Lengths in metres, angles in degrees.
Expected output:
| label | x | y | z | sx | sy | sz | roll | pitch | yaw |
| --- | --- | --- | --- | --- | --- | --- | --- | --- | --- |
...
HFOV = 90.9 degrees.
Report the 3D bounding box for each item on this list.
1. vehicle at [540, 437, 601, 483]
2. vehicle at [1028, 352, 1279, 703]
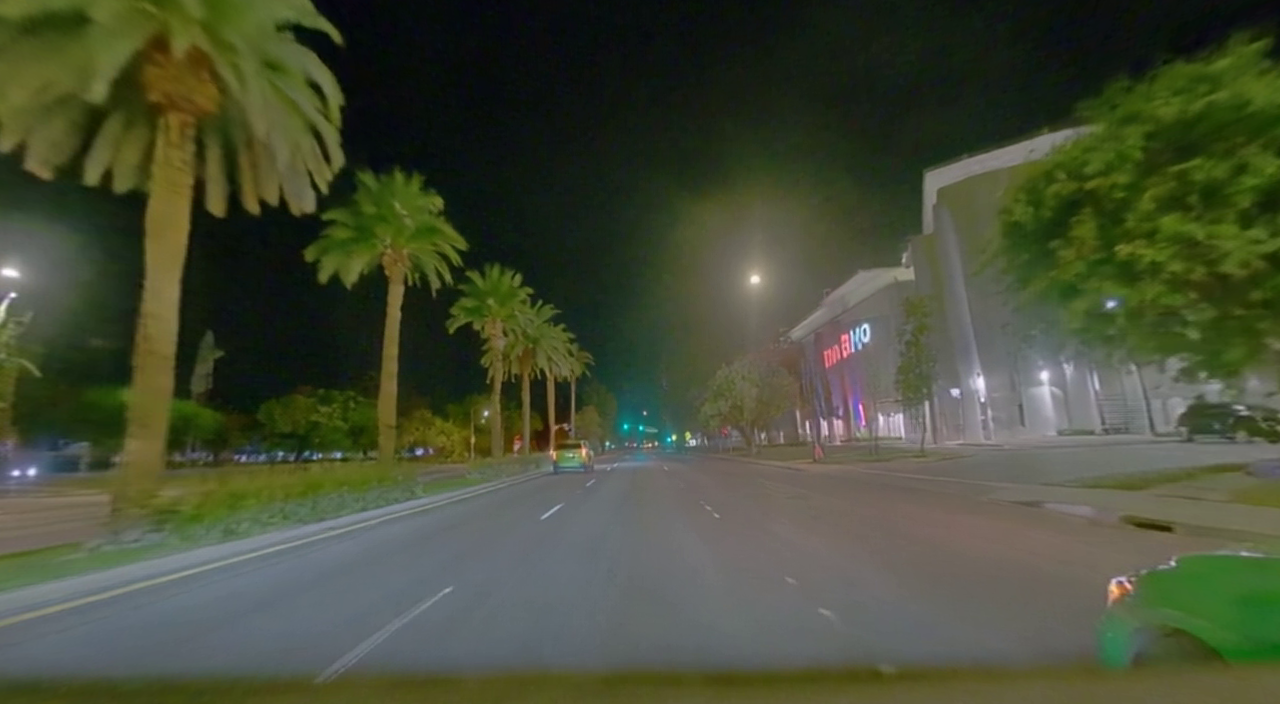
| label | x | y | z | sx | sy | sz | roll | pitch | yaw |
| --- | --- | --- | --- | --- | --- | --- | --- | --- | --- |
| vehicle | -2.835 | 4.526 | 26.669 | 1.998 | 1.743 | 4.402 | 0 | -8 | 1 |
| vehicle | 2.787 | 0.616 | 0.808 | 1.946 | 1.513 | 4.133 | 0 | -8 | 0 |
